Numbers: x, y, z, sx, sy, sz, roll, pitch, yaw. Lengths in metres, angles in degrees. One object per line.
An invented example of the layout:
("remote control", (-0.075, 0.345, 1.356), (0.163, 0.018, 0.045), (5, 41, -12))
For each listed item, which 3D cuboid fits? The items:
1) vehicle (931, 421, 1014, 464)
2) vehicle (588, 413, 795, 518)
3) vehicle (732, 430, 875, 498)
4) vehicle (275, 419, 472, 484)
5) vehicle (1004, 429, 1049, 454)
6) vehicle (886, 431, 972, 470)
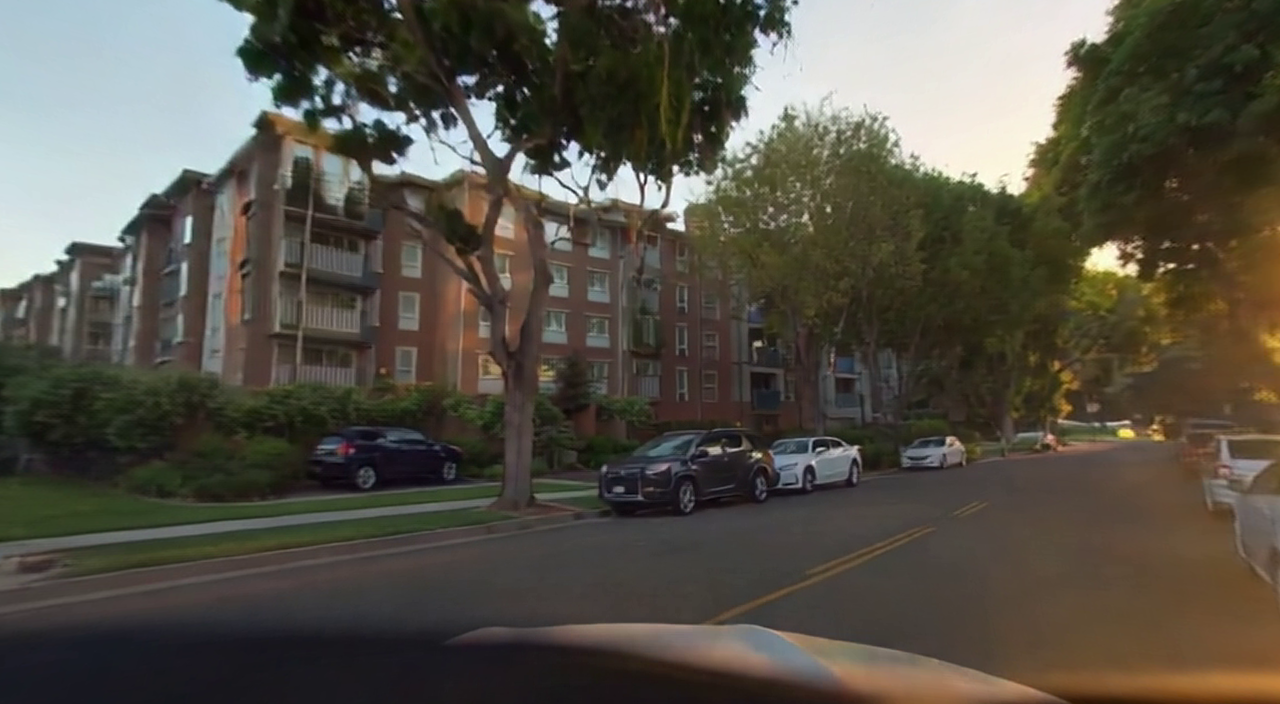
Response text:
("vehicle", (16.173, 4.326, 30.526), (2.229, 1.869, 5.791), (-8, -10, 39))
("vehicle", (1.236, 2.213, 12.964), (1.946, 1.744, 4.584), (-6, -10, 38))
("vehicle", (4.471, 2.847, 16.768), (1.902, 1.478, 4.696), (-7, -9, 37))
("vehicle", (-6.760, 2.573, 16.713), (1.812, 1.458, 4.714), (-3, -8, 26))
("vehicle", (25.387, 5.862, 41.403), (1.939, 1.513, 4.401), (-6, -10, 38))
("vehicle", (11.870, 3.972, 25.786), (1.921, 1.463, 4.313), (-7, -10, 41))
